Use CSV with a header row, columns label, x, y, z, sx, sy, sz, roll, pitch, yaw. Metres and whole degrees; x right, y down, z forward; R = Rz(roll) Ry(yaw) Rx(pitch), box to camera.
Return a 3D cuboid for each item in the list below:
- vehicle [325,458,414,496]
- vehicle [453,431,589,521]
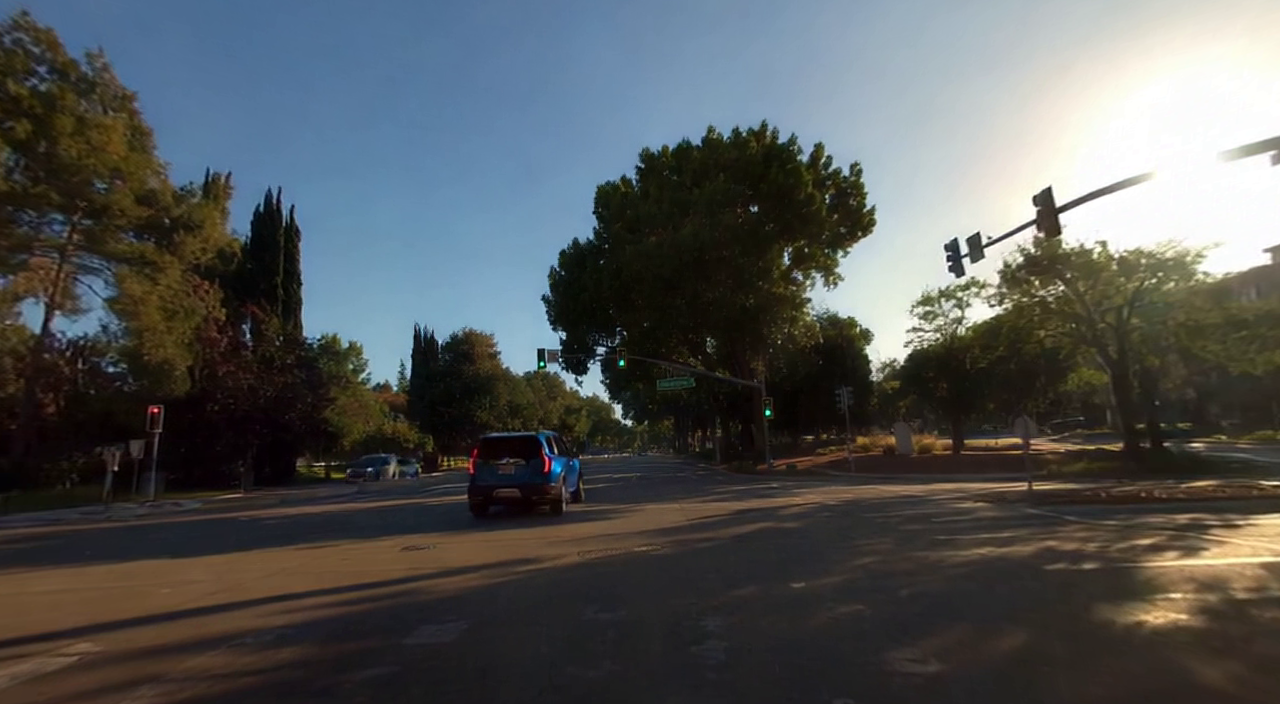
label,x,y,z,sx,sy,sz,roll,pitch,yaw
vehicle,-12.153,5.609,28.635,1.980,1.452,4.318,0,-8,2
vehicle,-2.579,2.822,14.937,2.123,1.799,4.425,-1,-8,3
